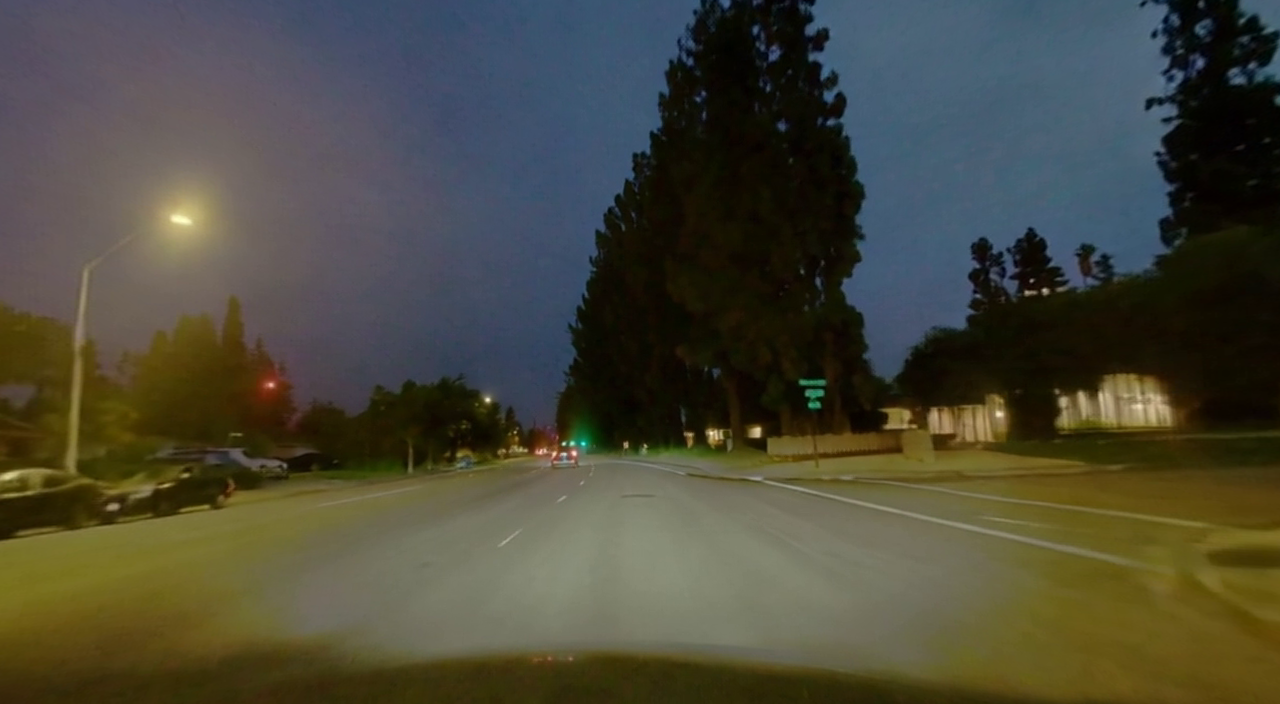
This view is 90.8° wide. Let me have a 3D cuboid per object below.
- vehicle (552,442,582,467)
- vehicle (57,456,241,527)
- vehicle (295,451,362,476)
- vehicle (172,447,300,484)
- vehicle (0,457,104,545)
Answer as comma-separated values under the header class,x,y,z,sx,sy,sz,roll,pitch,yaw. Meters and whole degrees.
class,x,y,z,sx,sy,sz,roll,pitch,yaw
vehicle,-5.561,7.855,48.648,2.135,1.731,4.232,0,-8,-4
vehicle,-14.413,4.052,18.999,1.968,1.727,4.548,0,-8,-2
vehicle,-22.182,7.949,45.110,3.832,1.683,1.877,0,-8,-7
vehicle,-23.163,6.510,36.417,5.784,2.004,2.199,0,-8,-1
vehicle,-14.300,3.172,13.332,1.966,1.760,4.604,0,-8,-1
